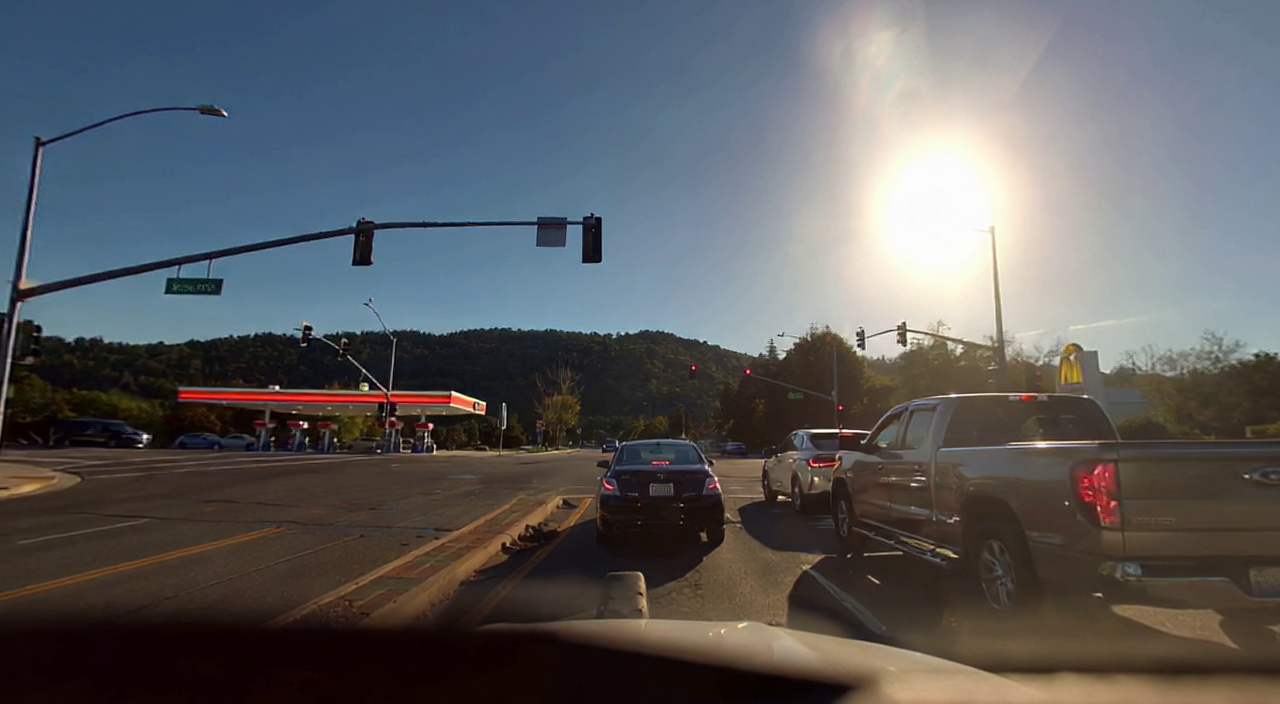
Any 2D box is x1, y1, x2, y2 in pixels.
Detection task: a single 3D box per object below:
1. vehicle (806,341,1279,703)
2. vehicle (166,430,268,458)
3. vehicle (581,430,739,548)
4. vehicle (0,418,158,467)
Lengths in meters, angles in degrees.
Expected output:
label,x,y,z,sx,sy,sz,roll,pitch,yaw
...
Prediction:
label,x,y,z,sx,sy,sz,roll,pitch,yaw
vehicle,3.571,1.316,6.114,2.277,1.871,6.143,0,-8,0
vehicle,-23.092,5.034,34.488,4.326,1.420,1.798,-1,-8,4
vehicle,0.247,2.044,10.053,2.027,1.494,3.824,0,-8,0
vehicle,-21.071,3.365,23.365,4.742,1.720,2.107,-1,-8,4
